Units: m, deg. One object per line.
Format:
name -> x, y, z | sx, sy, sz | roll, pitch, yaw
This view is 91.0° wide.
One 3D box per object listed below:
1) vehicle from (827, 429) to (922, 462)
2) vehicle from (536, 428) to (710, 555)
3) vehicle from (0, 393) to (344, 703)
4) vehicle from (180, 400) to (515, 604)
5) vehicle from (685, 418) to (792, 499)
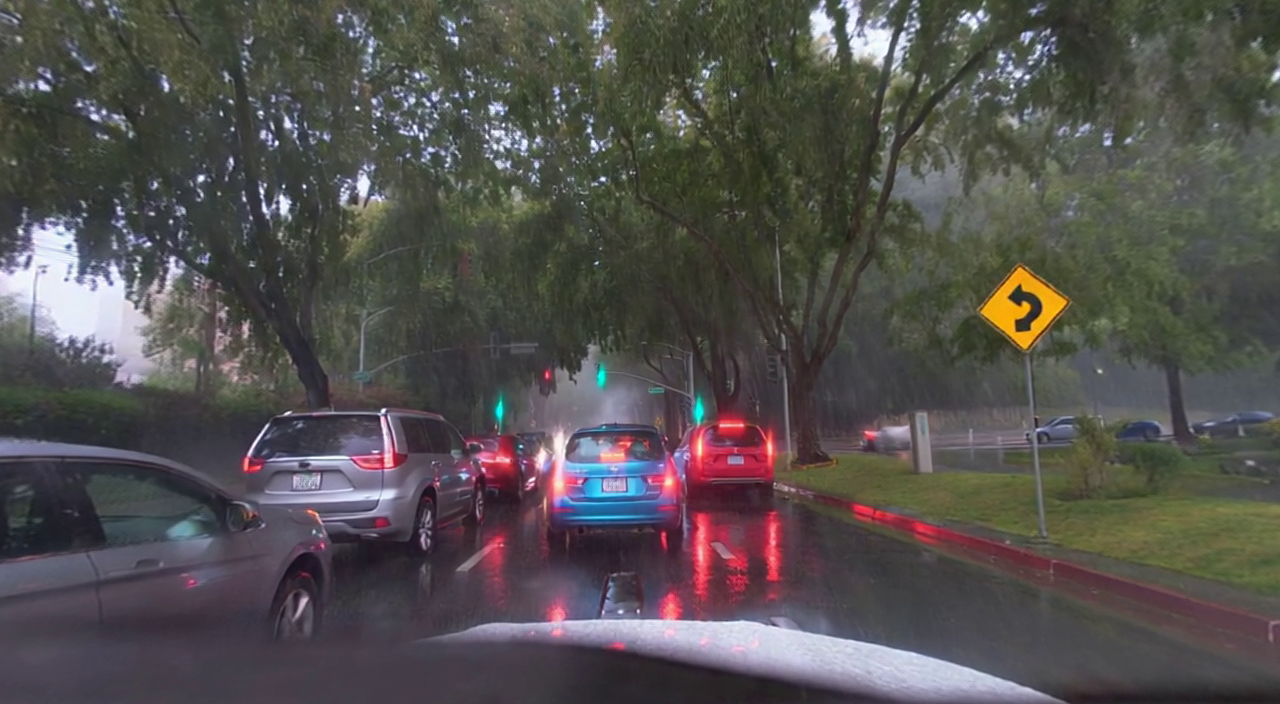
vehicle -> 11.374, 4.555, 30.697 | 3.883, 1.534, 1.779 | 0, -8, 2
vehicle -> -0.253, 1.919, 9.345 | 2.025, 1.453, 3.848 | 0, -8, -2
vehicle -> -2.914, 0.833, 1.620 | 1.974, 1.484, 4.716 | 0, -8, 0
vehicle -> -2.893, 1.573, 7.451 | 1.964, 1.712, 4.097 | 0, -8, 0
vehicle -> 2.450, 2.816, 16.921 | 2.059, 1.864, 4.541 | 0, -8, -1
